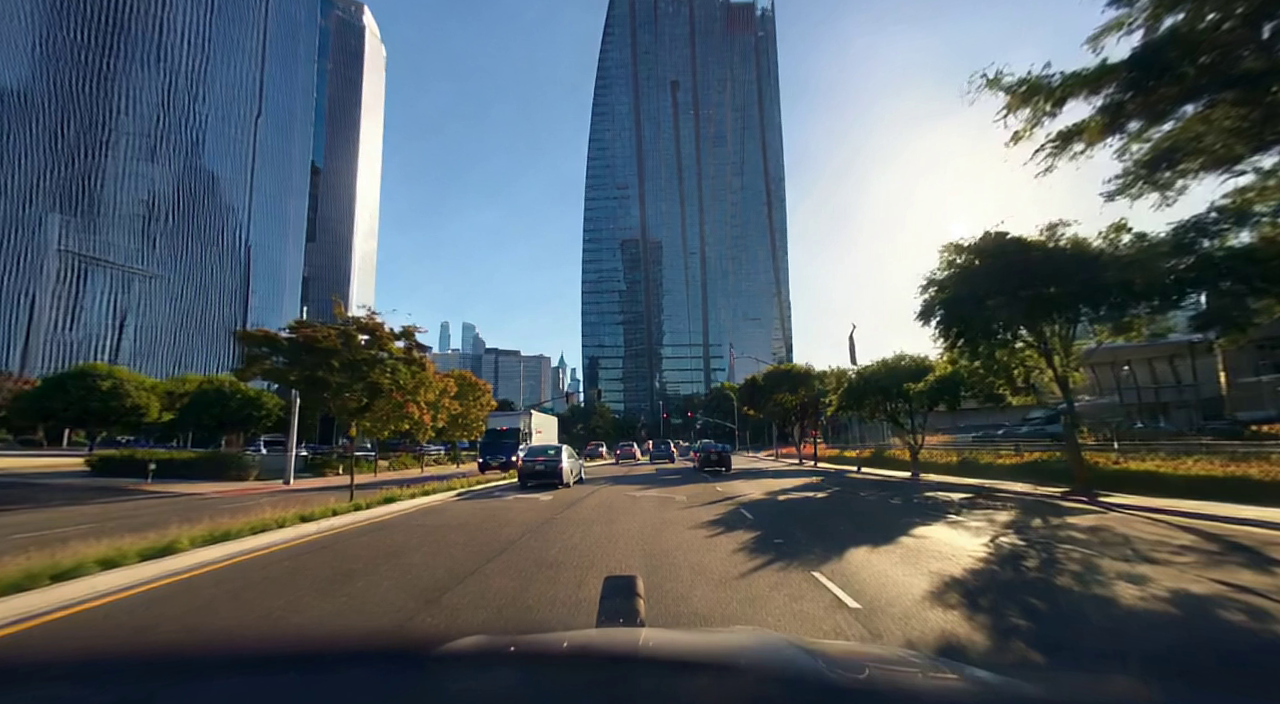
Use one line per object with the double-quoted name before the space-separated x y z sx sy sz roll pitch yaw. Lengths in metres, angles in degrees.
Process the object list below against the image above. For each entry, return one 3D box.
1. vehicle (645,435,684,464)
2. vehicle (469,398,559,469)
"vehicle" 1.737 6.890 44.435 2.601 1.878 4.535 0 -9 2
"vehicle" -7.683 5.381 40.558 3.065 3.928 11.252 0 -9 2
